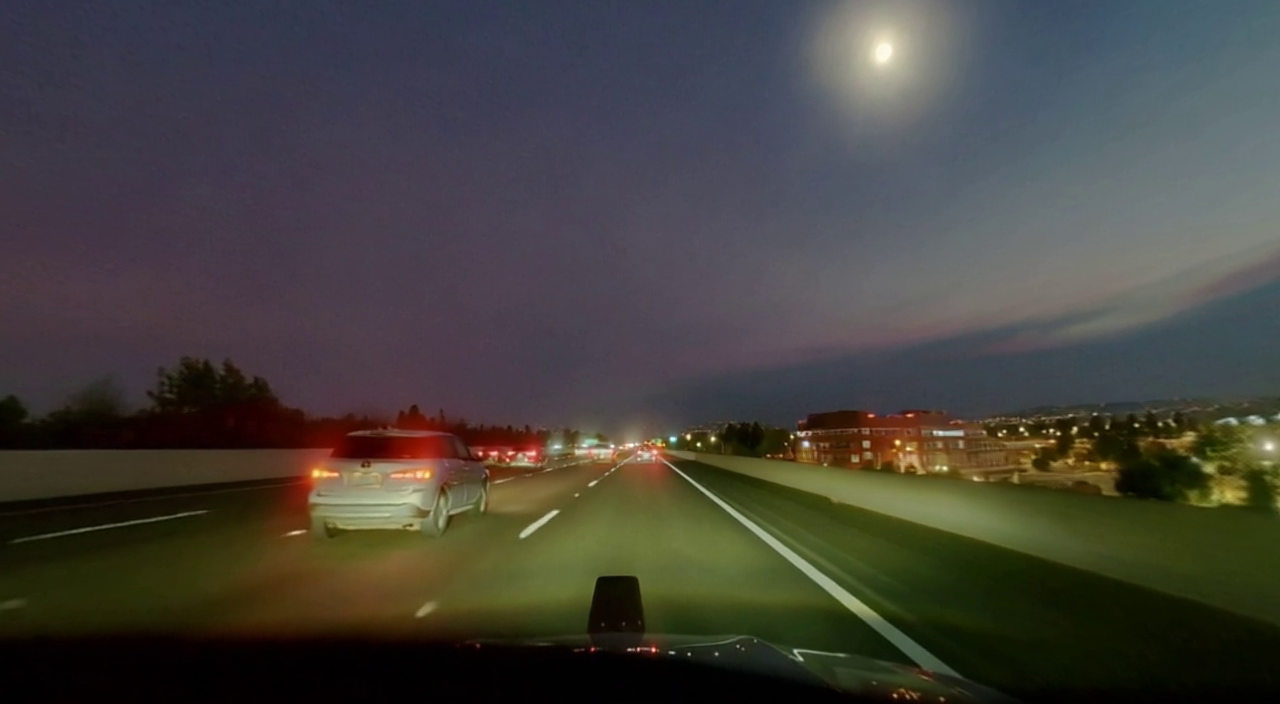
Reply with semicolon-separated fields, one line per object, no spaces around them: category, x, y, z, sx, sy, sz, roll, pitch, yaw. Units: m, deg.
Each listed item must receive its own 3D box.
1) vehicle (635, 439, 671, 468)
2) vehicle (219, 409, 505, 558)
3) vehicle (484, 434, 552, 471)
vehicle;0.783;6.428;40.158;2.135;1.697;4.757;0;-8;0
vehicle;-3.783;1.898;9.868;2.136;1.718;4.873;0;-8;2
vehicle;-6.732;5.628;35.537;2.521;1.901;5.988;0;-8;1
